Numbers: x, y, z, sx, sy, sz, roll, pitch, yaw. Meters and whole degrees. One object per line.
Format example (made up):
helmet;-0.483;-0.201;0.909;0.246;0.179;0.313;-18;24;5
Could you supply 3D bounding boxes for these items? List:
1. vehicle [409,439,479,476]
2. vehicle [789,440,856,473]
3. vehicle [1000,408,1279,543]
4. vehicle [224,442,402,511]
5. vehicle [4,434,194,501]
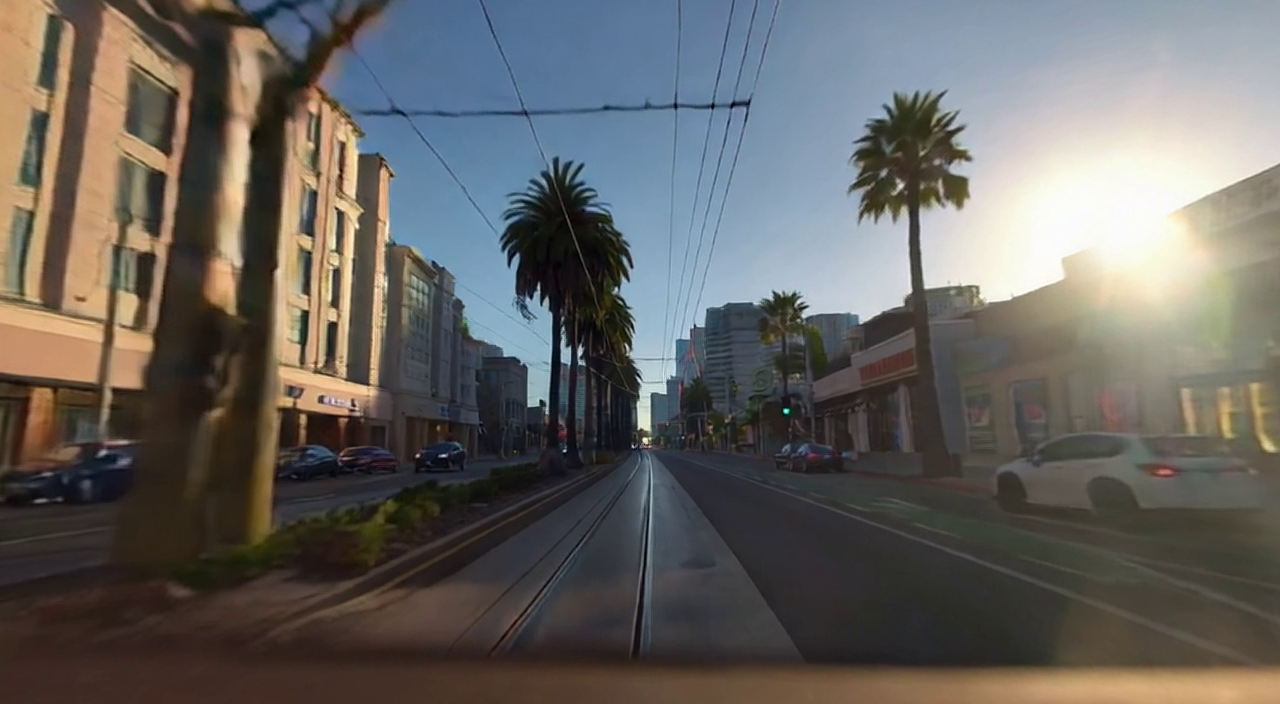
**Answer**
vehicle;-10.638;5.735;34.679;2.096;1.860;4.953;-1;-8;2
vehicle;8.825;5.088;30.814;1.816;1.488;4.102;0;-8;-4
vehicle;8.371;1.906;10.382;1.995;1.677;4.863;0;-8;0
vehicle;-7.933;3.039;15.914;2.046;1.475;4.426;0;-8;1
vehicle;-16.591;3.536;19.724;1.974;1.808;4.373;0;-8;1
